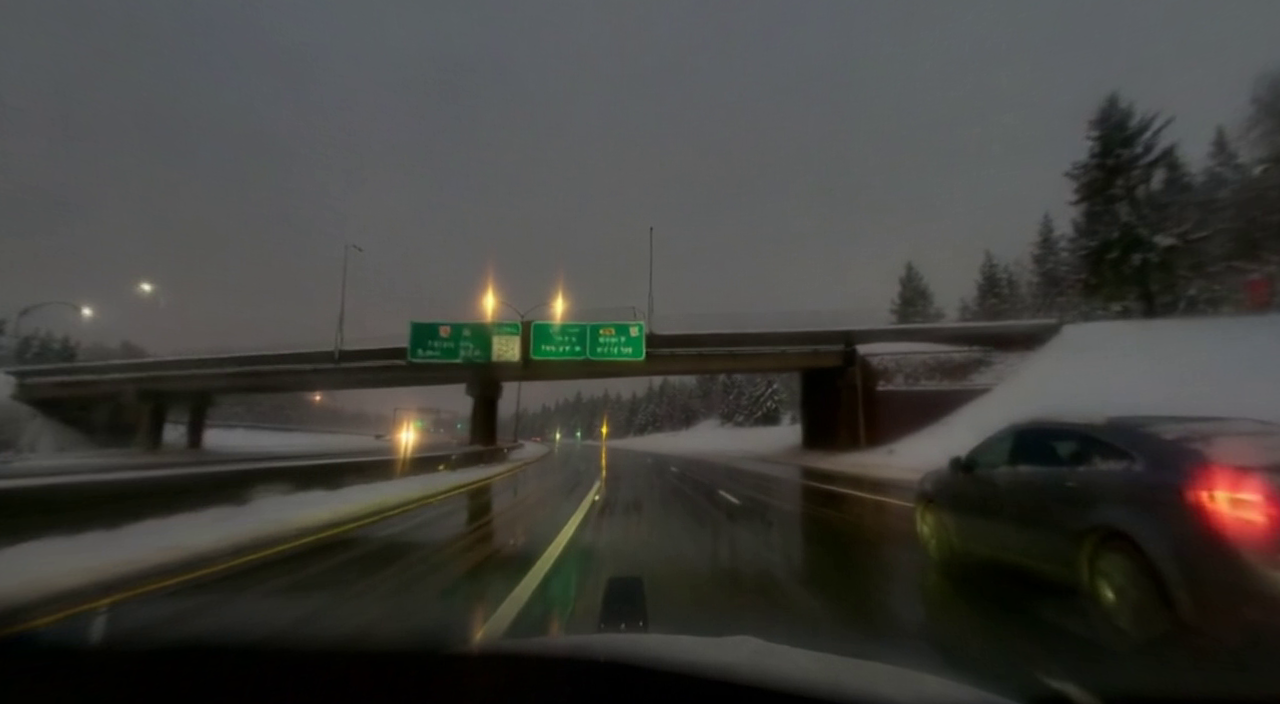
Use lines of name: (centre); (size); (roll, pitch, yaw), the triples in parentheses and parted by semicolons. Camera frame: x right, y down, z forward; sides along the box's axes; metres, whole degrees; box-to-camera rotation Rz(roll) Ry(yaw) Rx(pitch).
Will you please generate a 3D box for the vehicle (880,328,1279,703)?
vehicle: (3.897, 1.081, 5.031); (2.039, 1.701, 4.834); (0, -9, 0)
